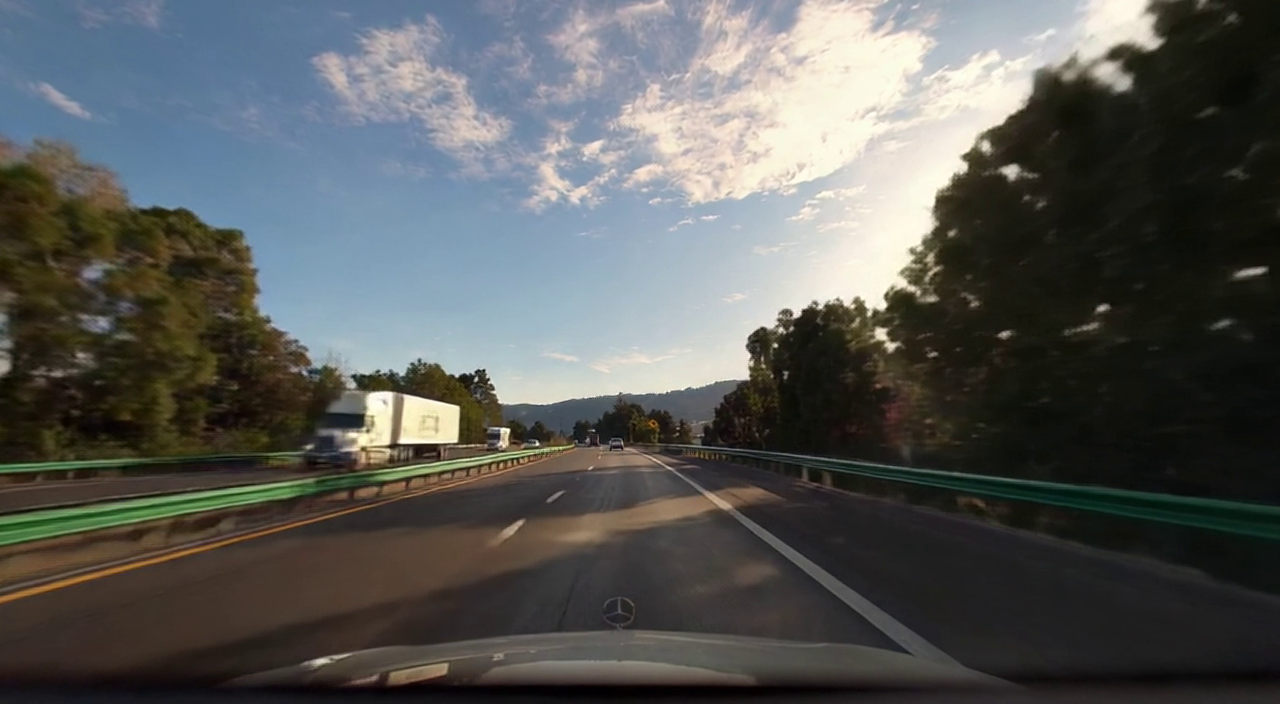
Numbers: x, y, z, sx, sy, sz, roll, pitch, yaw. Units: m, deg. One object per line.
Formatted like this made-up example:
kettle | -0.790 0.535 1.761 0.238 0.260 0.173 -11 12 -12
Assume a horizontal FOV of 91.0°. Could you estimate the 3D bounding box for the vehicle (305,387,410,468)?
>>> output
vehicle | -15.009 4.119 34.028 3.001 3.939 5.925 0 -8 -3
